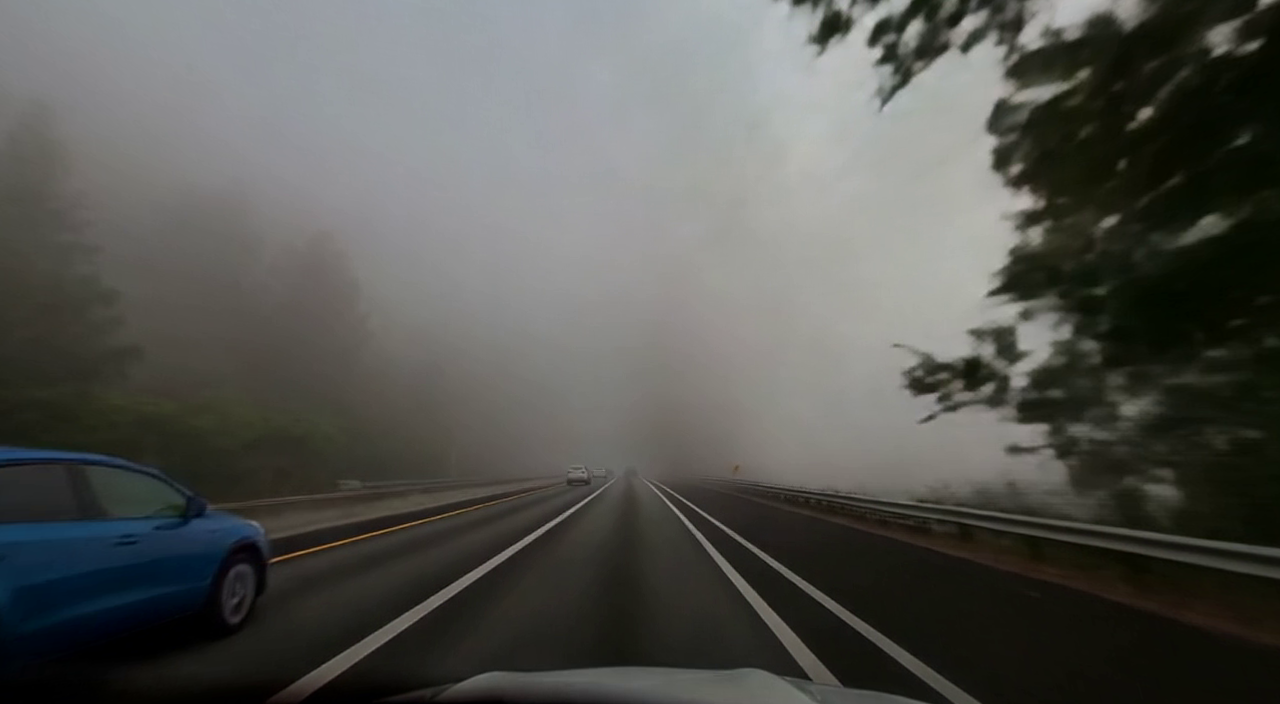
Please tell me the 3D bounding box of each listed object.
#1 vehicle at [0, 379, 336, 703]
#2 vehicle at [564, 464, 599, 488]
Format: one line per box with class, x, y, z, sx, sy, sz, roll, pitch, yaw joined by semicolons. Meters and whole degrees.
vehicle;-3.869;1.063;3.335;2.123;1.666;4.709;1;-10;0
vehicle;-4.100;8.790;44.884;2.068;1.592;4.479;1;-10;0
